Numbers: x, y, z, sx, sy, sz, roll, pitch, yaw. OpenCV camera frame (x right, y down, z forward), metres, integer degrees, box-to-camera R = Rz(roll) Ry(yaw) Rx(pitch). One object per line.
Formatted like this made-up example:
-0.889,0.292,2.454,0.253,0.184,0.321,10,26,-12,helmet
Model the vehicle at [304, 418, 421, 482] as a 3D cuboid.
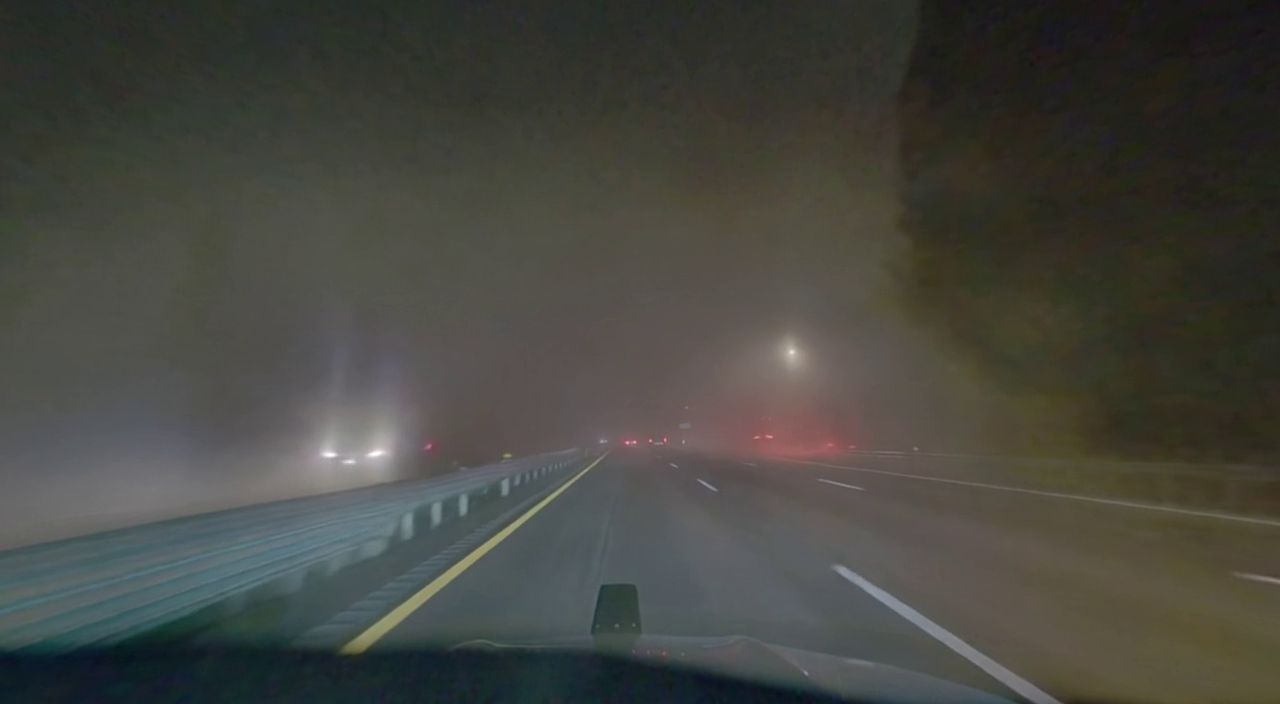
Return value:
-12.091,4.300,28.065,2.380,2.522,6.211,0,-8,0,vehicle
